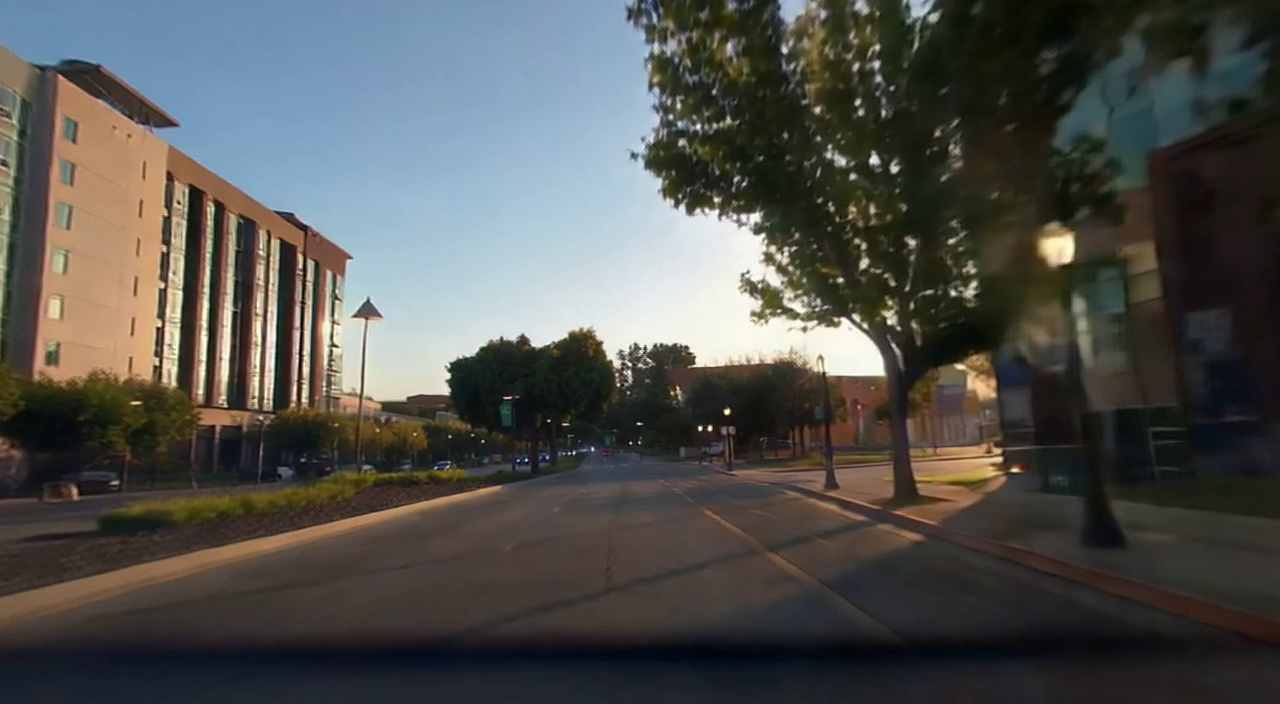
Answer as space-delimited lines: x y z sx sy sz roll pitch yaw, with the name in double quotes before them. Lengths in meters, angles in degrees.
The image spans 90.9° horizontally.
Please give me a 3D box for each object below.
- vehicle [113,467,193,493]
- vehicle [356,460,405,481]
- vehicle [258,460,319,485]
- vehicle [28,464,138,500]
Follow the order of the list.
"vehicle" -32.870 8.637 42.727 1.823 1.471 4.715 0 -8 -2
"vehicle" -19.784 9.054 48.257 1.835 1.417 4.352 0 -8 1
"vehicle" -26.967 9.250 48.595 2.124 1.650 4.413 0 -8 0
"vehicle" -32.471 7.533 37.000 2.235 1.777 4.963 1 -8 -6
